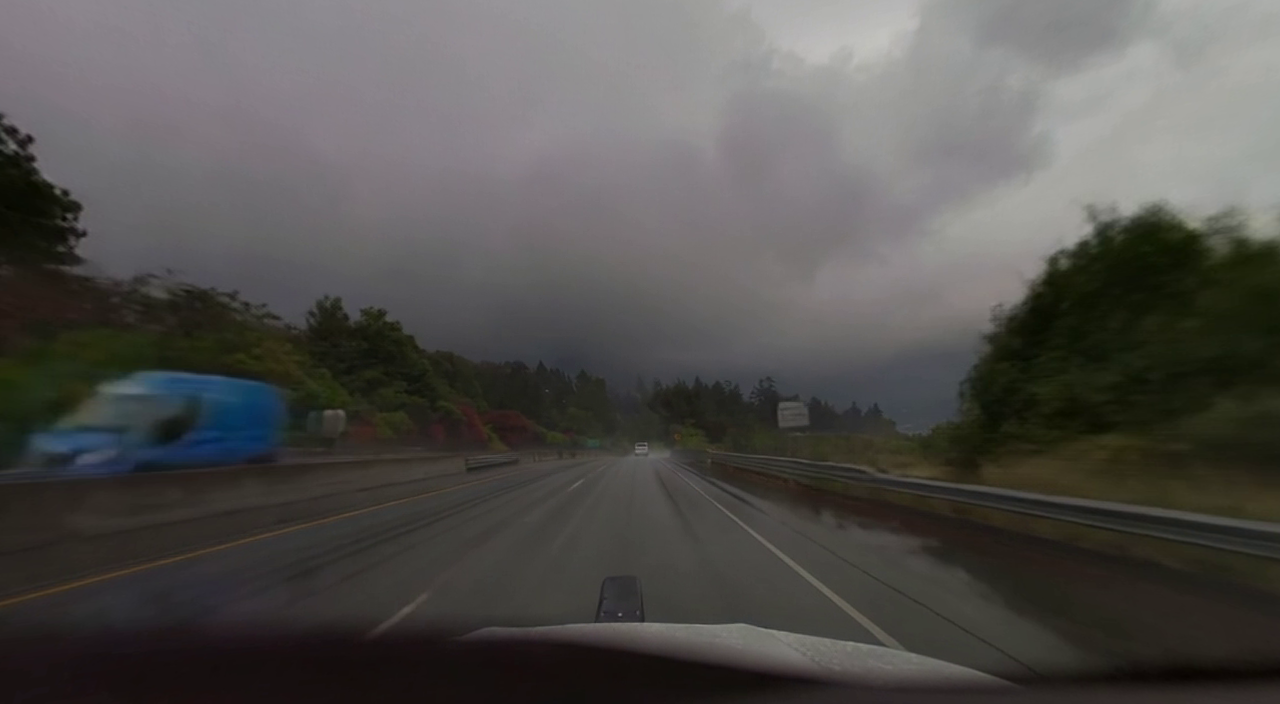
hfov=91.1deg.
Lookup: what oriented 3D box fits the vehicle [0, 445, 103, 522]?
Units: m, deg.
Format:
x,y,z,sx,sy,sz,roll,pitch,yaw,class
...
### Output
x,y,z,sx,sy,sz,roll,pitch,yaw,class
-14.558,2.850,13.660,1.918,1.609,4.302,0,-8,0,vehicle
